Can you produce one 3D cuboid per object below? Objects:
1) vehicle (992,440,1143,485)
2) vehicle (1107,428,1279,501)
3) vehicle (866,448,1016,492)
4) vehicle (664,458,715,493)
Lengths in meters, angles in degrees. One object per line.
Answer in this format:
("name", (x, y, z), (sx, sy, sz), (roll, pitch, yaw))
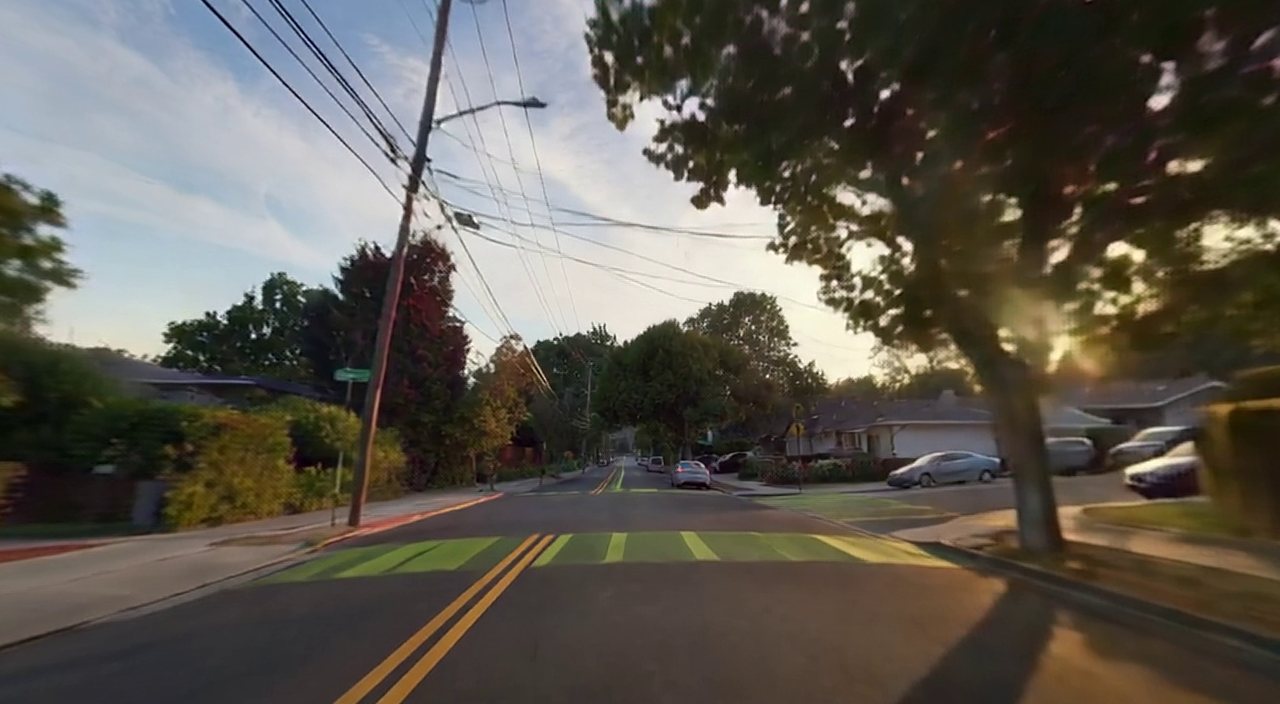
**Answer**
("vehicle", (16.922, 4.374, 25.159), (4.578, 1.675, 2.010), (0, -9, -5))
("vehicle", (14.119, 2.682, 15.288), (4.277, 1.588, 1.830), (0, -9, -6))
("vehicle", (11.636, 4.628, 24.671), (4.809, 1.494, 1.940), (-1, -13, -3))
("vehicle", (2.470, 6.369, 32.919), (1.989, 1.545, 5.423), (0, -8, -2))
